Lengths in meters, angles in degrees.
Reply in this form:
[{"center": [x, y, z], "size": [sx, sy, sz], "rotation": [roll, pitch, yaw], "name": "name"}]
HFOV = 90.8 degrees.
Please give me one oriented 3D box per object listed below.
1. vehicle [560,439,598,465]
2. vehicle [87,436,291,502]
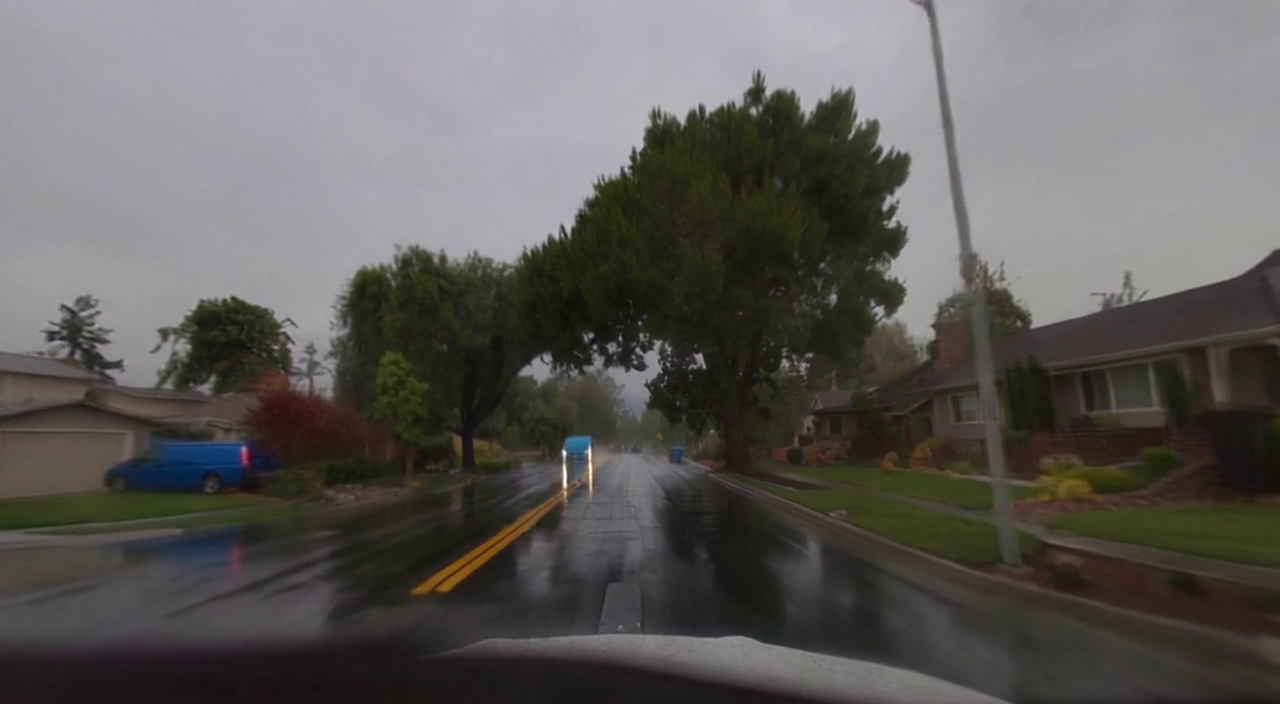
[{"center": [-4.471, 7.416, 47.064], "size": [2.303, 1.813, 5.660], "rotation": [0, -8, 0], "name": "vehicle"}, {"center": [-14.462, 3.702, 20.609], "size": [2.145, 1.839, 4.837], "rotation": [-6, -10, 33], "name": "vehicle"}]
